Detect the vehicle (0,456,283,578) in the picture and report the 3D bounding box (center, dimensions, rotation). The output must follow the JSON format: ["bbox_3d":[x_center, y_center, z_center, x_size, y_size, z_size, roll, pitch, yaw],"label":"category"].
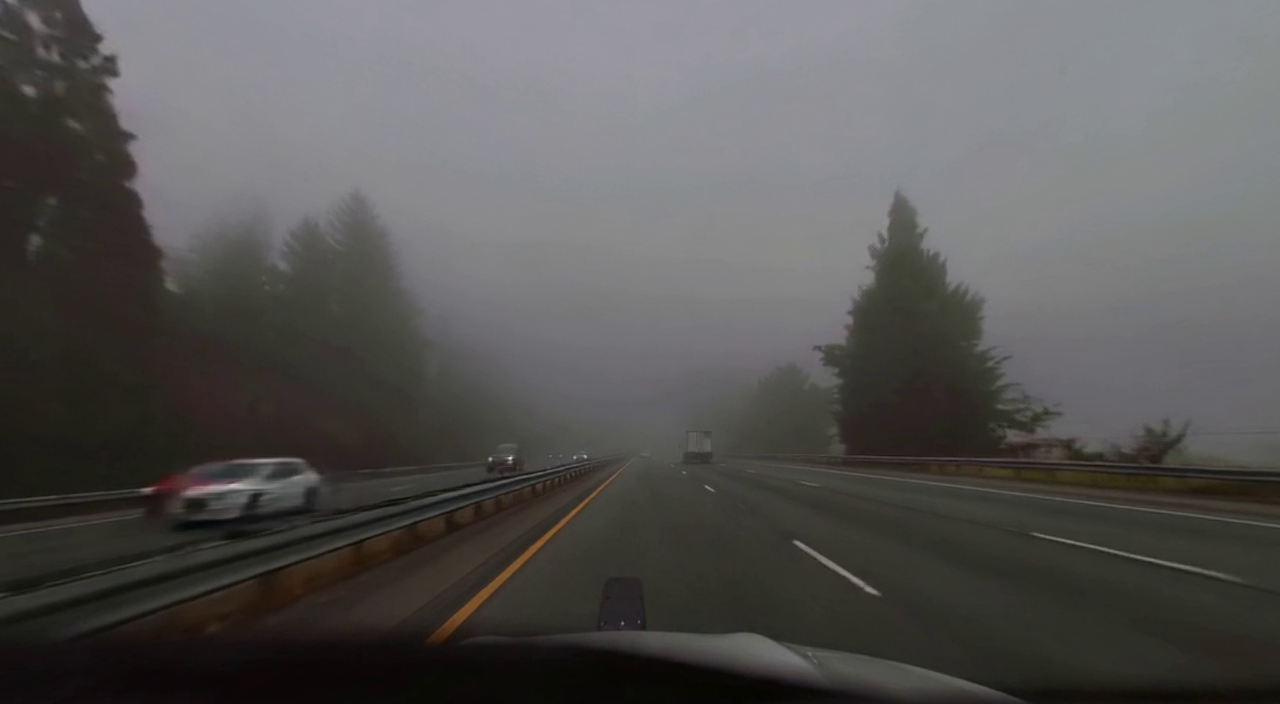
[{"bbox_3d":[-8.423,2.557,10.662,2.003,1.517,4.753,0,-9,0],"label":"vehicle"}]

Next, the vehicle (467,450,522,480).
[{"bbox_3d":[-8.061,6.295,35.392,1.999,1.587,4.351,0,-9,1],"label":"vehicle"}]

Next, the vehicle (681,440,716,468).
[{"bbox_3d":[4.481,7.857,48.729,2.189,2.007,4.872,0,-9,-1],"label":"vehicle"}]
